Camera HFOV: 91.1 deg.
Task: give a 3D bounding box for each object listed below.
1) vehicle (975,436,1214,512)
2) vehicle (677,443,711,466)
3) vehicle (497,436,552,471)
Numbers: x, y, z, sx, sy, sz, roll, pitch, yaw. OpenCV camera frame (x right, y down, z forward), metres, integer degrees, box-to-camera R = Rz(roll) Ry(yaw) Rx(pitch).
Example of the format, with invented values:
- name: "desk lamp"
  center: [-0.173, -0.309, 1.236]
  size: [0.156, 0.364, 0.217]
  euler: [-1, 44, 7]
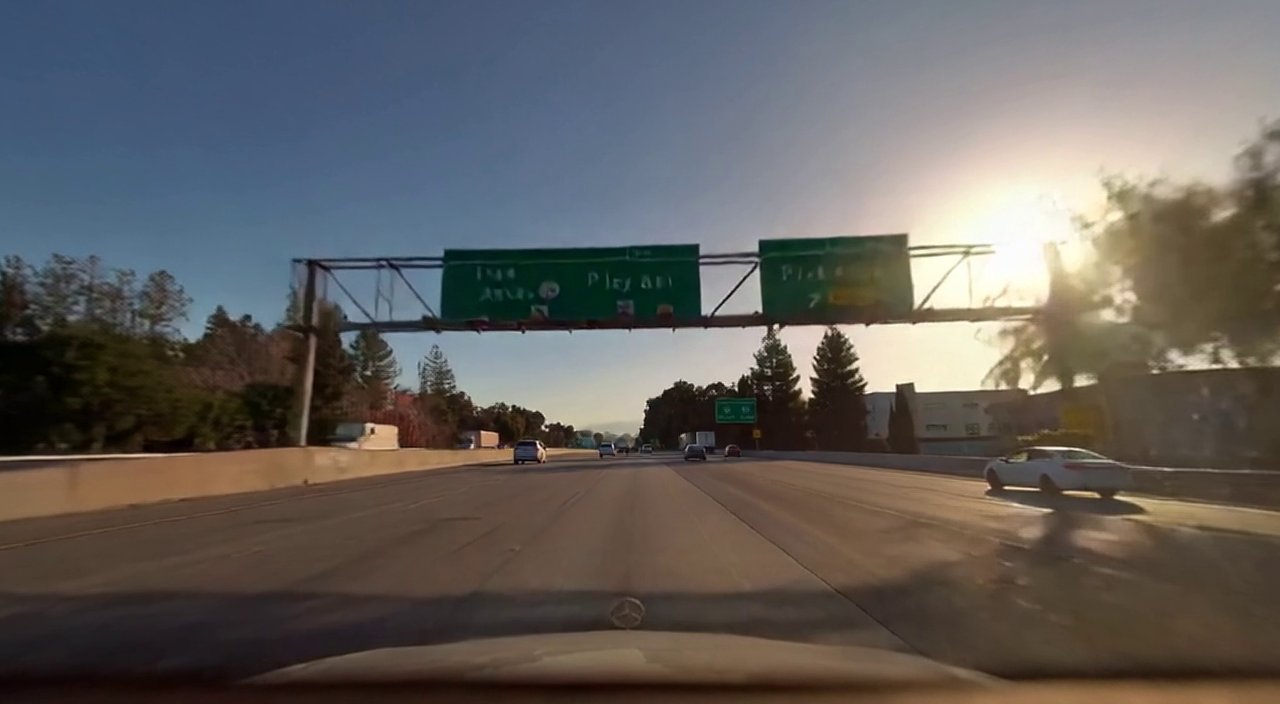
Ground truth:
- name: "vehicle"
  center: [10.218, 2.756, 14.769]
  size: [1.979, 1.467, 4.839]
  euler: [0, -9, 0]
- name: "vehicle"
  center: [3.664, 7.024, 43.087]
  size: [1.950, 1.453, 3.378]
  euler: [0, -9, -1]
- name: "vehicle"
  center: [-6.306, 5.609, 34.877]
  size: [2.091, 1.746, 4.437]
  euler: [0, -9, 1]
